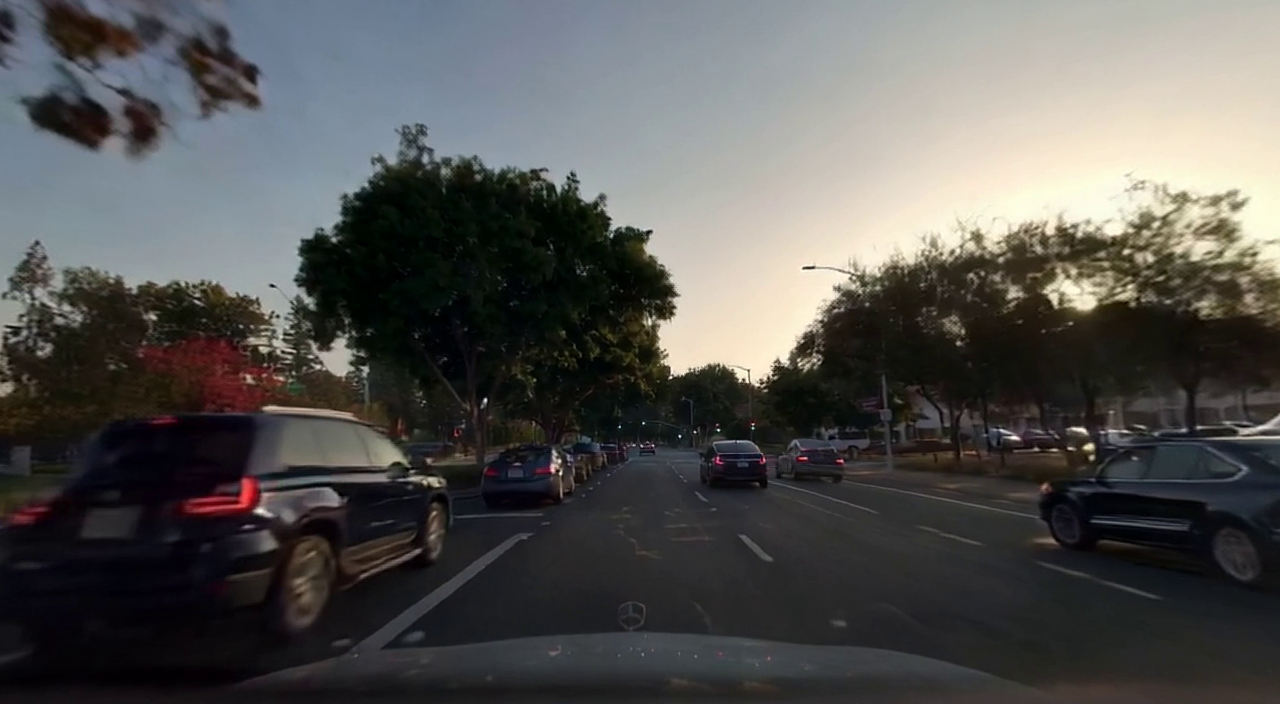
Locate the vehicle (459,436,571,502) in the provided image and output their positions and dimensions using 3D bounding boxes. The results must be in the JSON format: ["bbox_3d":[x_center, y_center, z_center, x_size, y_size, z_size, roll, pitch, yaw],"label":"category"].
[{"bbox_3d":[-3.023,2.938,16.274,1.952,1.457,4.372,0,-9,1],"label":"vehicle"}]

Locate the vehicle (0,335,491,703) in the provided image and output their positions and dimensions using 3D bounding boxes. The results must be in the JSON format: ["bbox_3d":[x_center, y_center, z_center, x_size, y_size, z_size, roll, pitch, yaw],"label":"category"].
[{"bbox_3d":[-2.822,1.142,5.177,2.117,1.799,4.442,0,-9,0],"label":"vehicle"}]

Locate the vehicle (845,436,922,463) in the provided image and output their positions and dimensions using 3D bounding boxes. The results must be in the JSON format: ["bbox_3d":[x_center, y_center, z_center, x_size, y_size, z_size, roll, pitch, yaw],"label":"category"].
[{"bbox_3d":[15.595,6.227,40.292,4.337,1.614,2.043,4,-9,-24],"label":"vehicle"}]

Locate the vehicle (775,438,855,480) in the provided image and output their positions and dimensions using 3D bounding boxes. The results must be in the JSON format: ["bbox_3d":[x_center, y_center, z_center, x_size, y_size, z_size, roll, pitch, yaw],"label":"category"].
[{"bbox_3d":[7.090,4.385,26.124,2.070,1.547,4.941,-1,-9,3],"label":"vehicle"}]

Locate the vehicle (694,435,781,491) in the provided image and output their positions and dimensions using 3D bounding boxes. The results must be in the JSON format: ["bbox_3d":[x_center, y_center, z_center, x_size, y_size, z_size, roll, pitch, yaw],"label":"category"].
[{"bbox_3d":[2.890,3.399,19.624,2.004,1.512,4.206,0,-9,0],"label":"vehicle"}]

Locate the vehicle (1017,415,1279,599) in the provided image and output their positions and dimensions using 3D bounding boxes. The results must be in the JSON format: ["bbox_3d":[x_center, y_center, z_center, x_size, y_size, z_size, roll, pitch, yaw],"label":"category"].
[{"bbox_3d":[6.347,1.498,6.610,1.881,1.540,4.750,0,-9,1],"label":"vehicle"}]
